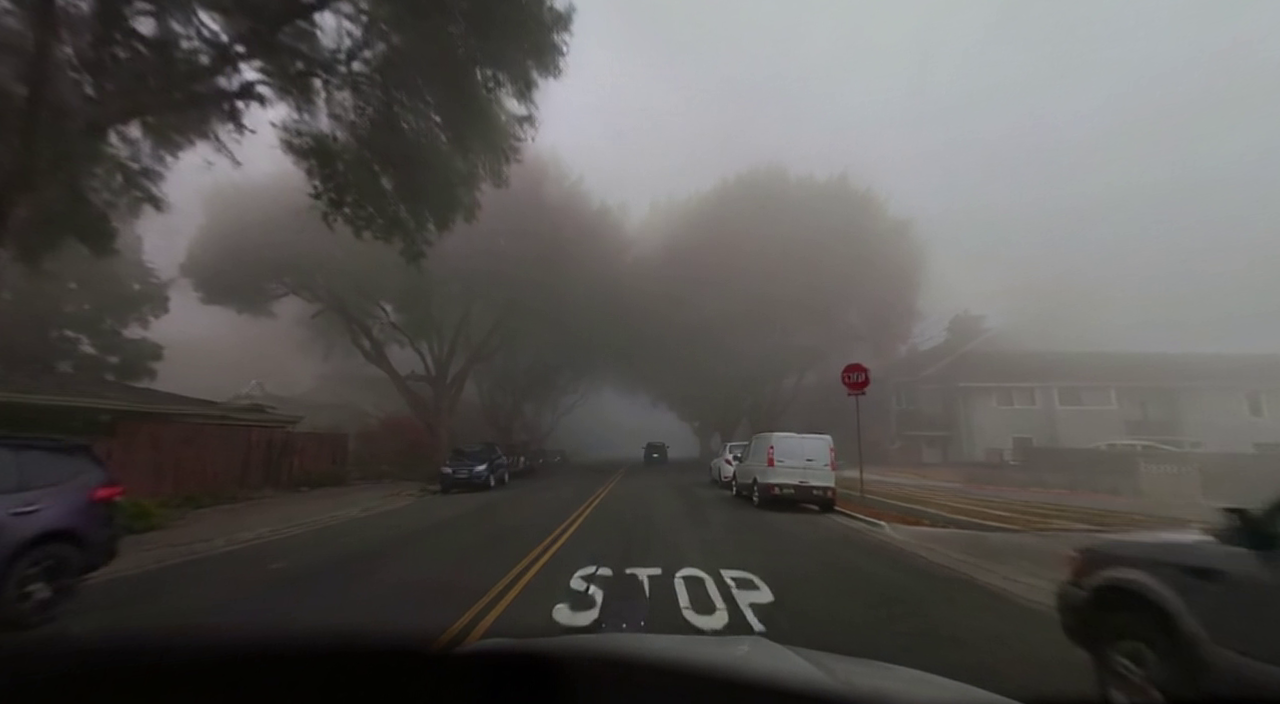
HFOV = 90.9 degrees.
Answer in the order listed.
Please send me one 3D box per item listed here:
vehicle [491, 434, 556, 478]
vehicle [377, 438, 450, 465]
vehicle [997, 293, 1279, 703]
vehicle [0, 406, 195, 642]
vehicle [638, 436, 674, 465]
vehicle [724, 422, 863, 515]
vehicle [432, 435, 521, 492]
[{"bbox_3d":[-4.968,4.481,27.457,1.899,1.615,4.624,-4,-8,0],"label":"vehicle"},{"bbox_3d":[-17.127,7.526,47.804,4.801,1.688,2.241,-2,-5,-2],"label":"vehicle"},{"bbox_3d":[3.042,0.600,1.056,2.117,1.807,4.964,0,-8,2],"label":"vehicle"},{"bbox_3d":[-5.667,1.205,4.253,2.007,1.709,4.502,0,-8,0],"label":"vehicle"},{"bbox_3d":[0.978,6.228,40.119,2.172,1.722,4.201,0,-8,1],"label":"vehicle"},{"bbox_3d":[3.310,2.606,14.710,1.970,1.801,4.721,0,-8,-1],"label":"vehicle"},{"bbox_3d":[-5.279,3.622,20.935,1.955,1.659,4.324,1,-8,-3],"label":"vehicle"}]
